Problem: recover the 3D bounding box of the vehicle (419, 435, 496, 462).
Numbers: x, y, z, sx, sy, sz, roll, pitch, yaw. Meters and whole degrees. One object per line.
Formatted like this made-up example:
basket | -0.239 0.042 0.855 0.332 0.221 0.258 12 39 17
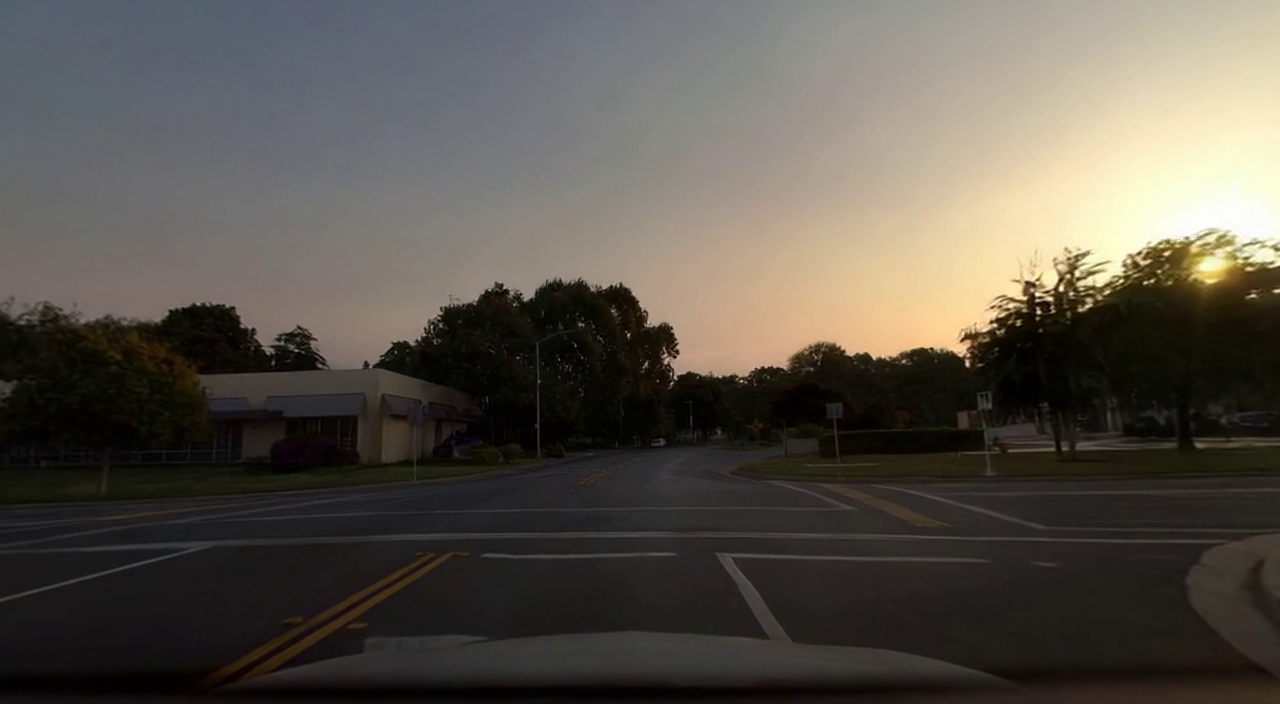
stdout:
vehicle | -12.637 6.727 43.792 4.702 1.761 1.978 0 -8 3
